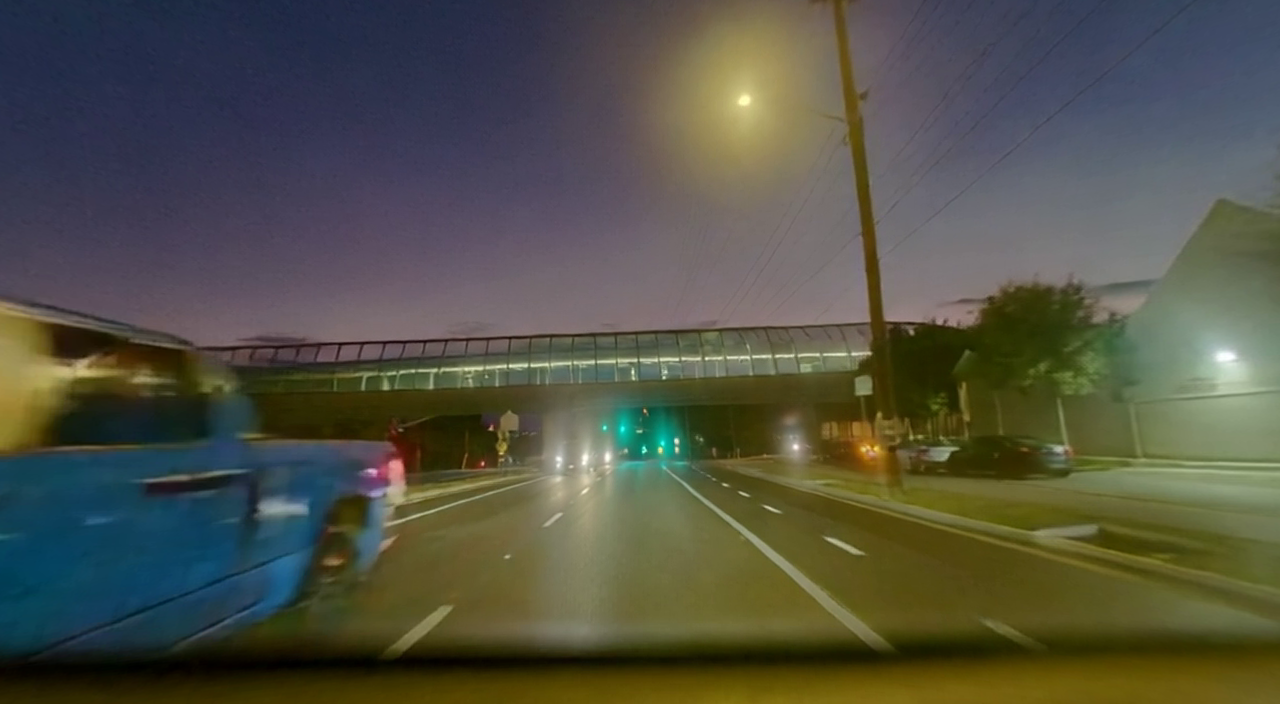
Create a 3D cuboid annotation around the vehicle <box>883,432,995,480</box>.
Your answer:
[{"bbox_3d":[11.685,4.085,24.949,2.189,1.510,4.458,-6,-8,0],"label":"vehicle"}]

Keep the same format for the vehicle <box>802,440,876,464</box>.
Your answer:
[{"bbox_3d":[14.442,7.244,45.720,2.078,1.523,4.760,1,-7,-34],"label":"vehicle"}]

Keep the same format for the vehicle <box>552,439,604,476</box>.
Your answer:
[{"bbox_3d":[-3.746,6.484,38.983,2.468,1.993,5.840,-3,-9,1],"label":"vehicle"}]

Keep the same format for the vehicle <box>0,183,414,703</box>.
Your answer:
[{"bbox_3d":[-3.798,0.736,3.039,2.967,2.369,6.635,-2,-9,0],"label":"vehicle"}]

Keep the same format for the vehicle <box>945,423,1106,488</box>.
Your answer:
[{"bbox_3d":[11.651,3.162,19.444,2.051,1.534,4.466,-7,-9,0],"label":"vehicle"}]
